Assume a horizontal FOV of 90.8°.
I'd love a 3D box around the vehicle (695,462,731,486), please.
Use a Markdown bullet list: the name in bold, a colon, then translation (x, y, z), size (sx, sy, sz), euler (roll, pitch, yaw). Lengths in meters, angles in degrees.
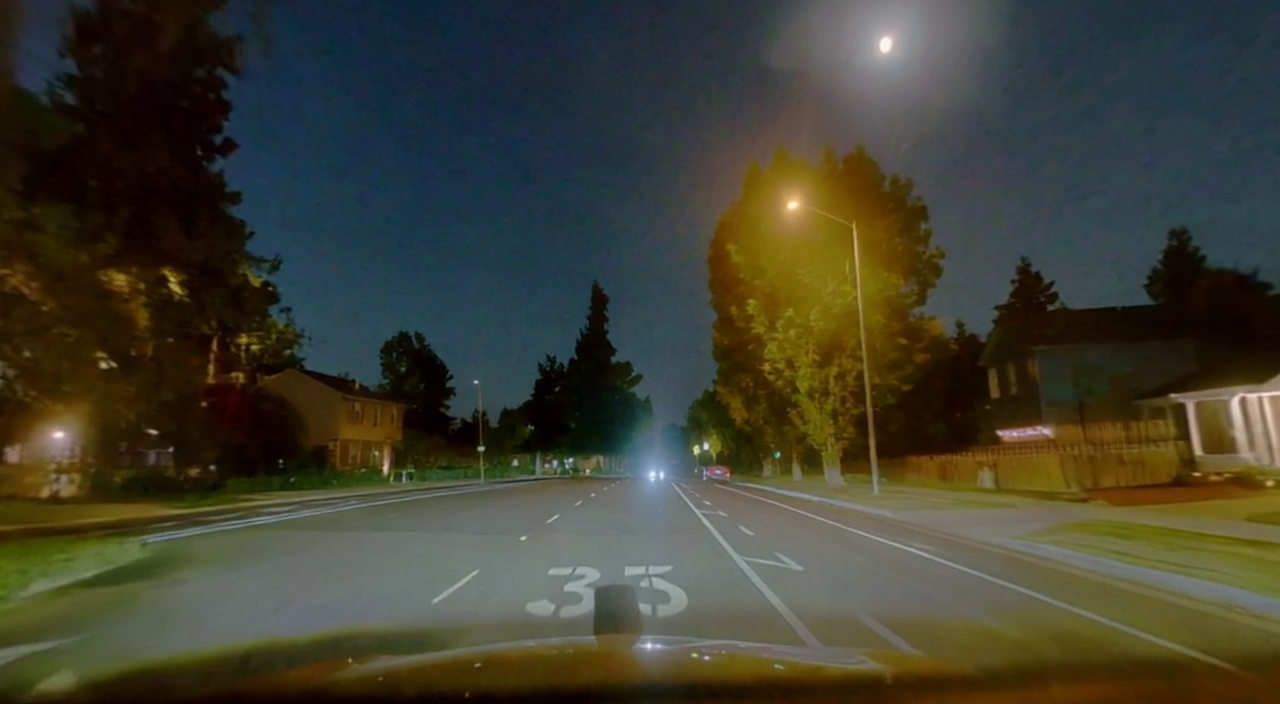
- **vehicle**: translation (5.130, 8.652, 44.913), size (1.904, 1.475, 4.386), euler (0, -9, -1)
